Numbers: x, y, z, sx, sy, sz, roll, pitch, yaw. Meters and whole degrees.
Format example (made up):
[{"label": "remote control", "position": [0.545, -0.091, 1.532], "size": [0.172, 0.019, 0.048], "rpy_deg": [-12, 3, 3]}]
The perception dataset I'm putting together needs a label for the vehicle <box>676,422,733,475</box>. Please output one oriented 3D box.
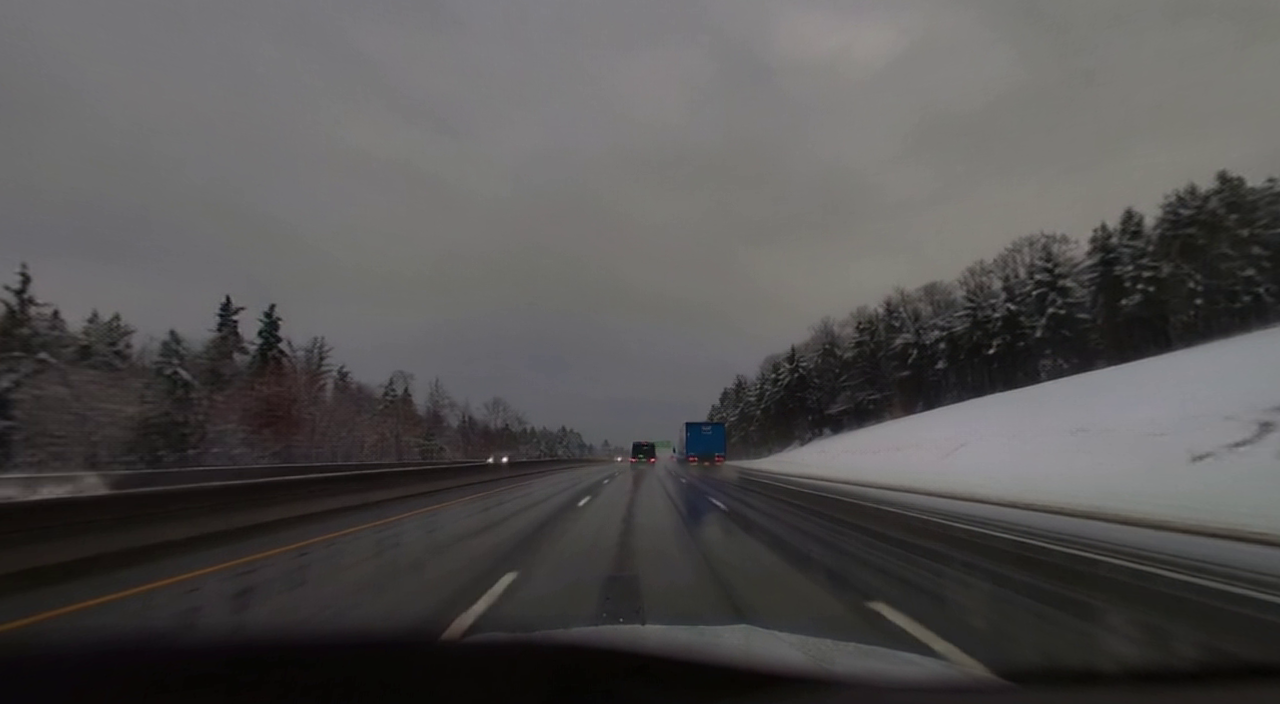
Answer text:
[{"label": "vehicle", "position": [4.450, 6.961, 45.482], "size": [2.960, 3.381, 8.914], "rpy_deg": [0, -9, -1]}]
